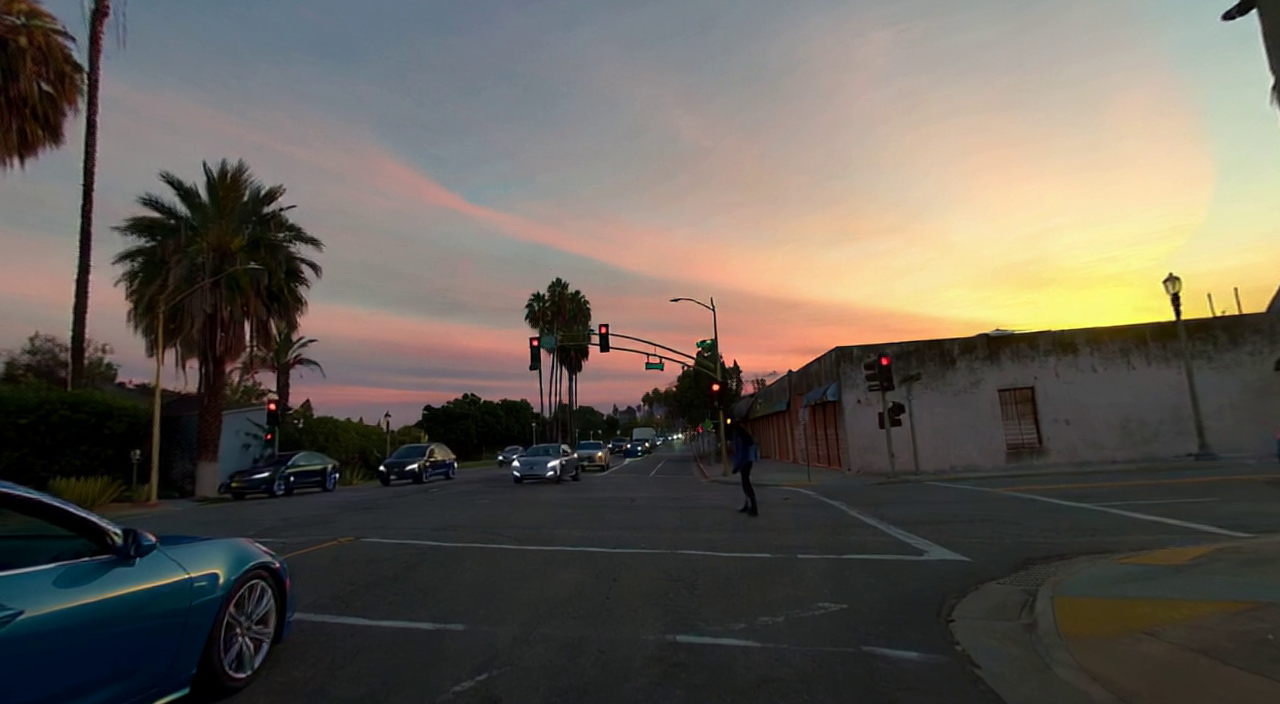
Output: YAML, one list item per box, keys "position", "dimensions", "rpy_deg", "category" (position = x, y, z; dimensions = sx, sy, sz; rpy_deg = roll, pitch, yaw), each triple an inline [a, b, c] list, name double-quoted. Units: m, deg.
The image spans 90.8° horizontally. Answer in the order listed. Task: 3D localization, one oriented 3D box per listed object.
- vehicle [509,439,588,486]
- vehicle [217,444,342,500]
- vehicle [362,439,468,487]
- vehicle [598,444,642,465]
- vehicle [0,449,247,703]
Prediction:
- position: [-3.361, 3.889, 22.493]
  dimensions: [1.839, 1.468, 4.549]
  rpy_deg: [3, -9, -20]
  category: "vehicle"
- position: [-13.135, 4.394, 23.398]
  dimensions: [1.870, 1.705, 4.426]
  rpy_deg: [-6, -10, 3]
  category: "vehicle"
- position: [-9.294, 4.676, 26.750]
  dimensions: [2.050, 1.792, 5.507]
  rpy_deg: [-1, -9, 5]
  category: "vehicle"
- position: [-1.534, 7.992, 49.582]
  dimensions: [2.181, 1.549, 4.345]
  rpy_deg: [-3, -9, 17]
  category: "vehicle"
- position: [-3.697, 1.018, 2.242]
  dimensions: [1.850, 1.325, 4.295]
  rpy_deg: [0, -9, 0]
  category: "vehicle"
